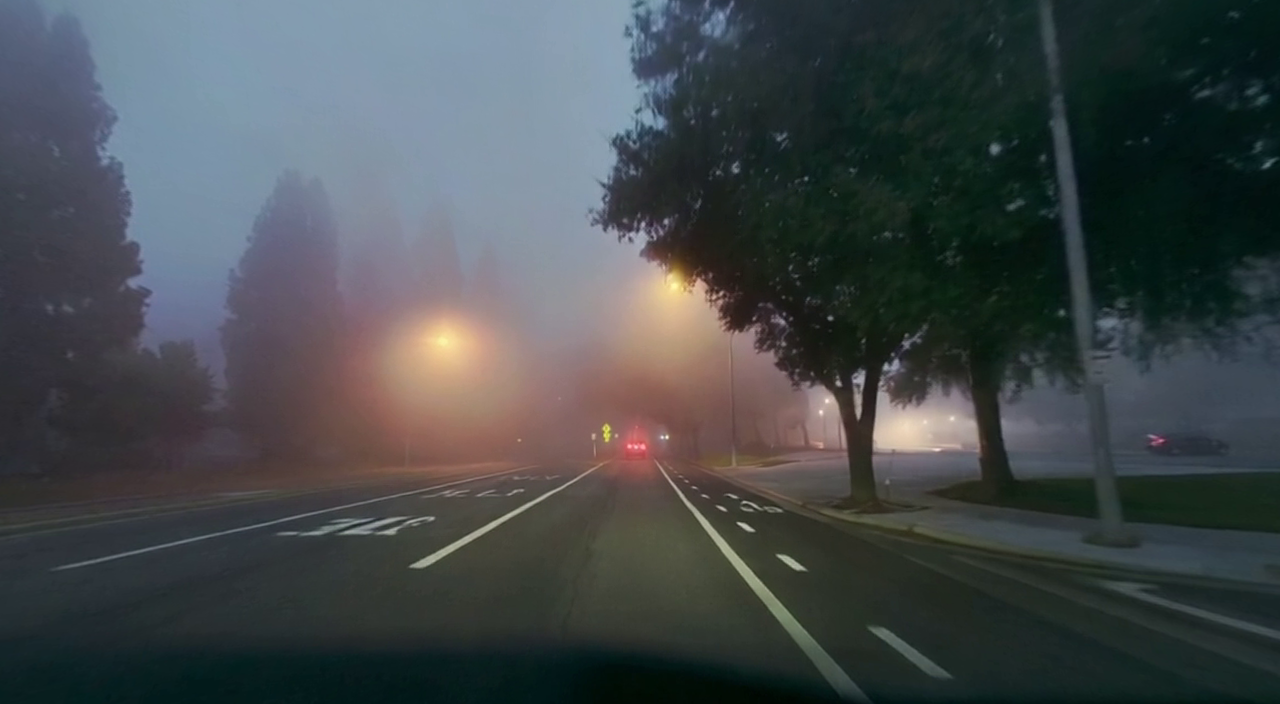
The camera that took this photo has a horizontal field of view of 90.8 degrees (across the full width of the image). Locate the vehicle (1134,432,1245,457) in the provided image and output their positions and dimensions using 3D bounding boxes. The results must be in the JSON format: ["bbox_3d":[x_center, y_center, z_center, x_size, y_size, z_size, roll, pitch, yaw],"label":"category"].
[{"bbox_3d":[33.427,5.650,38.530,4.864,1.474,1.871,0,-8,2],"label":"vehicle"}]
